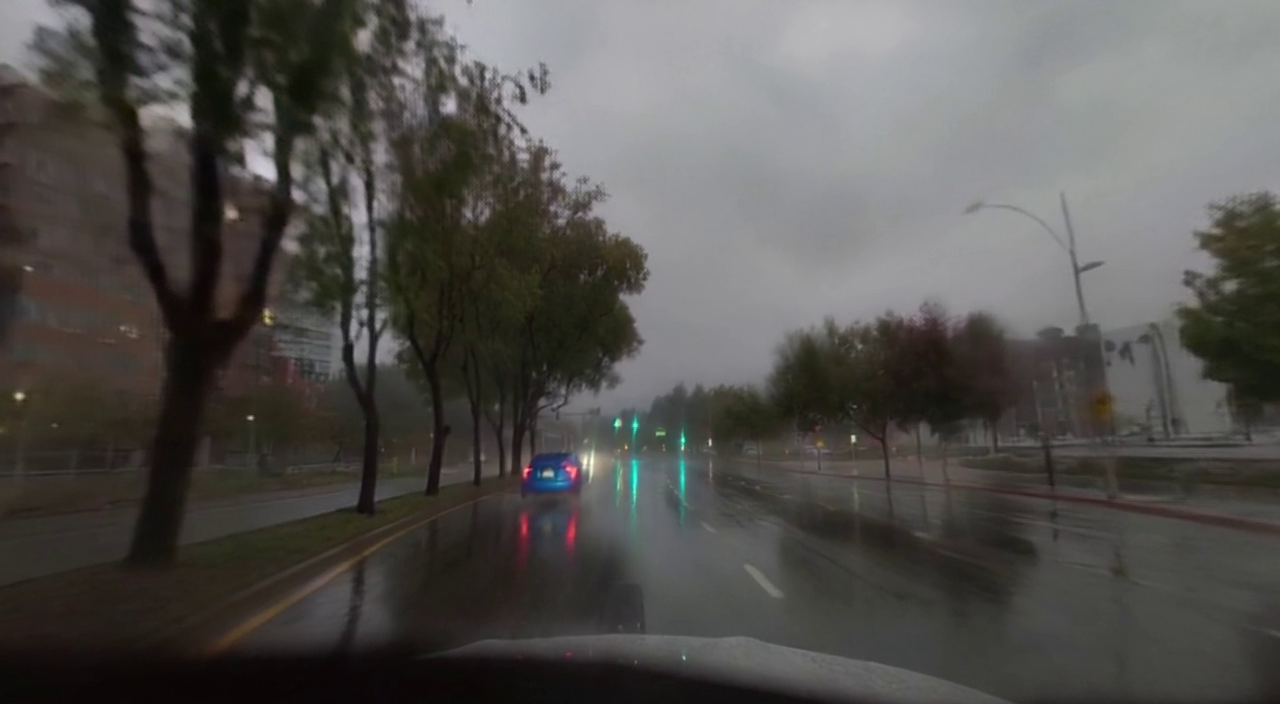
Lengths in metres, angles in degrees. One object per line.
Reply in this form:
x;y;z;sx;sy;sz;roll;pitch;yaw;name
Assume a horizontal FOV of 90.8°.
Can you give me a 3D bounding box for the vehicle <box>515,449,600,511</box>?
-2.189;3.513;17.969;2.042;1.479;4.601;0;-9;-3;vehicle
